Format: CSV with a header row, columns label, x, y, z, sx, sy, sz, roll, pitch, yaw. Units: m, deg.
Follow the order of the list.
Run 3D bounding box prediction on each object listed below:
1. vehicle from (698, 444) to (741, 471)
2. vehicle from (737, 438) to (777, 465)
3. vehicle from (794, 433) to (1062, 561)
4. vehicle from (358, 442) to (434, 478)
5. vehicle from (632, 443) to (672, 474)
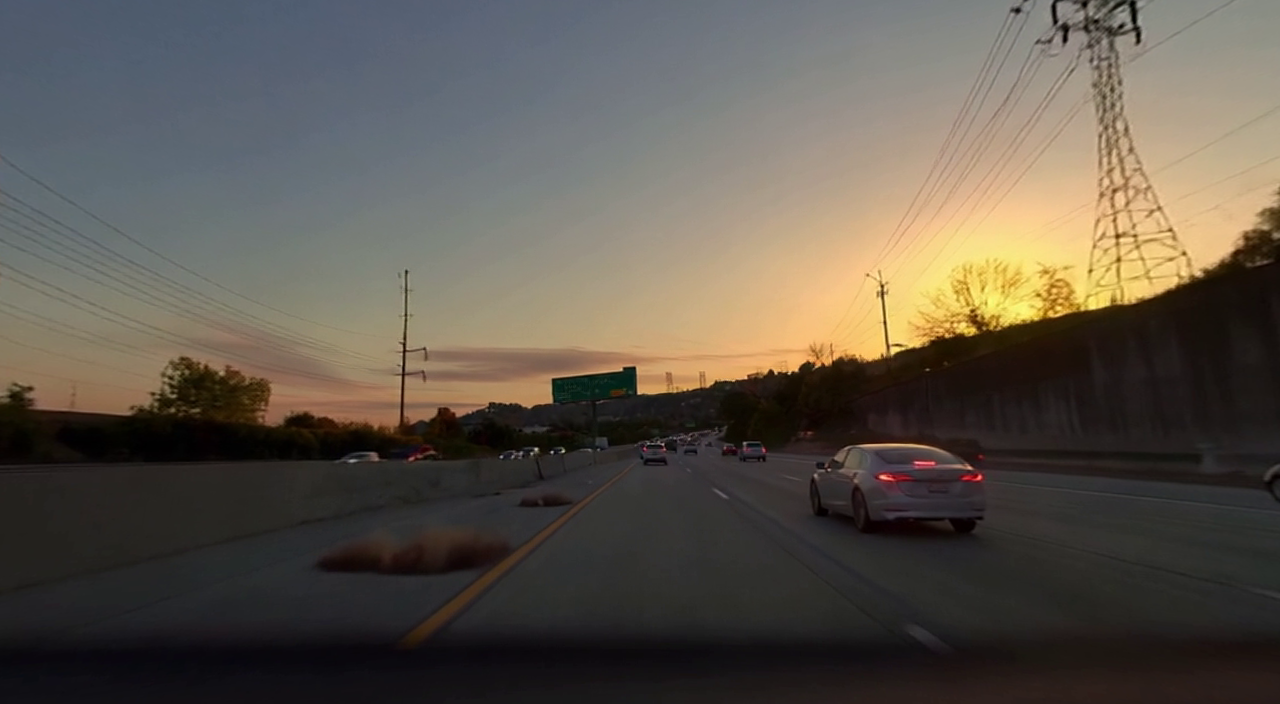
label,x,y,z,sx,sy,sz,roll,pitch,yaw
vehicle,4.541,6.048,36.420,1.936,1.465,4.060,0,-8,0
vehicle,8.416,7.168,45.647,2.041,1.821,4.562,0,-8,0
vehicle,3.910,2.025,9.626,1.986,1.478,4.429,0,-8,0
vehicle,-13.772,6.098,35.966,2.080,1.857,5.305,0,-8,2
vehicle,0.655,5.813,34.727,2.042,1.581,3.769,0,-8,1
